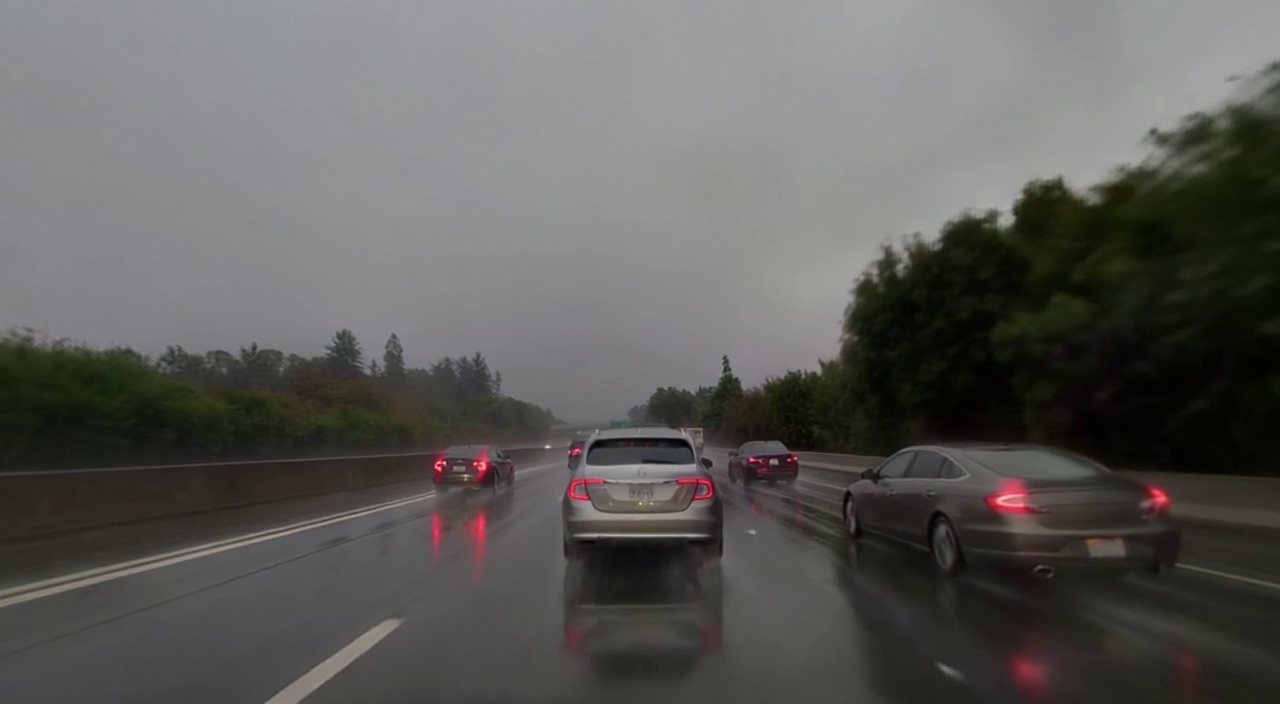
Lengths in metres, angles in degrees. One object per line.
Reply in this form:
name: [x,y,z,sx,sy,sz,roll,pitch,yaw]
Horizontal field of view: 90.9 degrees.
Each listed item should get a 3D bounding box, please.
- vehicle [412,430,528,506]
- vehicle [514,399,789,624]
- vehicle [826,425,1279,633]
vehicle: [-4.252,2.969,16.450,1.890,1.708,3.844,0,-9,0]
vehicle: [0.028,1.508,6.792,2.093,1.695,3.782,0,-9,-2]
vehicle: [3.682,1.592,6.728,1.953,1.434,4.511,0,-9,-1]
